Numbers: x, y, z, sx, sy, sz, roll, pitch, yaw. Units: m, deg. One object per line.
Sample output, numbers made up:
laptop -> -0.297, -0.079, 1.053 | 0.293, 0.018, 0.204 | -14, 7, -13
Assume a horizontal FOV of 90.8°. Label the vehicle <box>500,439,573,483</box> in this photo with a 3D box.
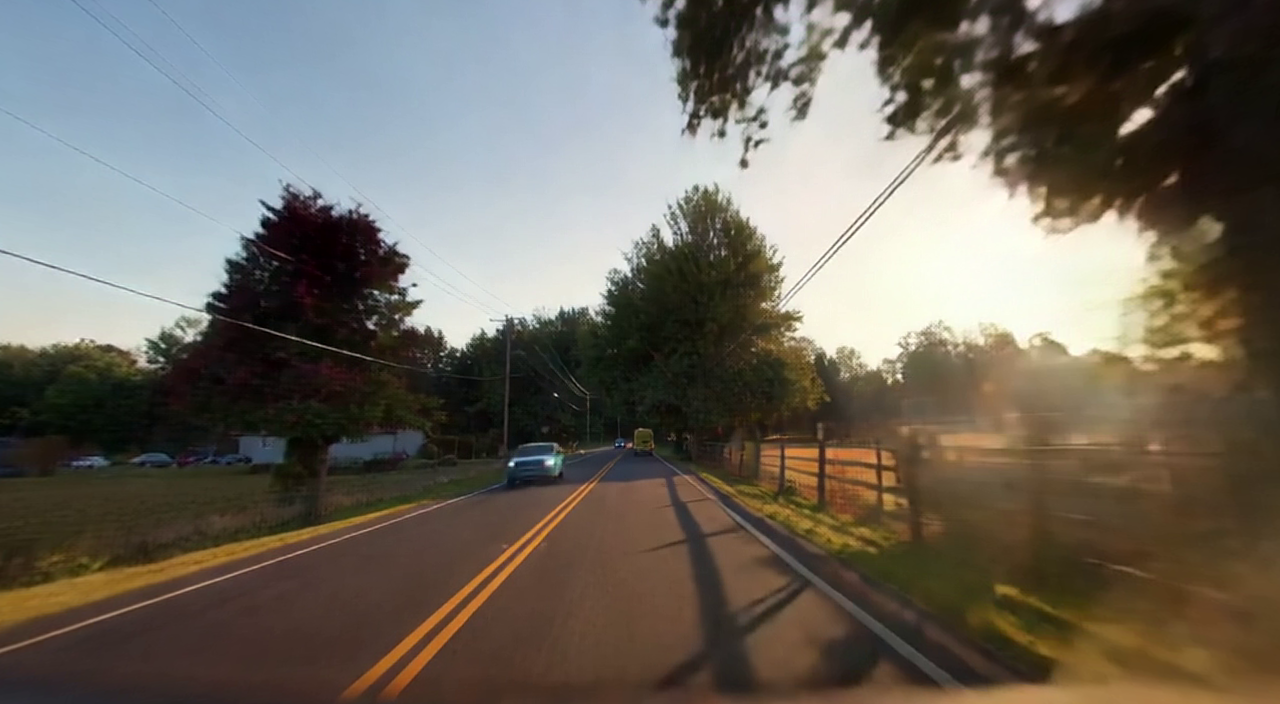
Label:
vehicle -> -3.852, 4.135, 24.303 | 2.021, 1.491, 4.519 | 0, -8, 0
